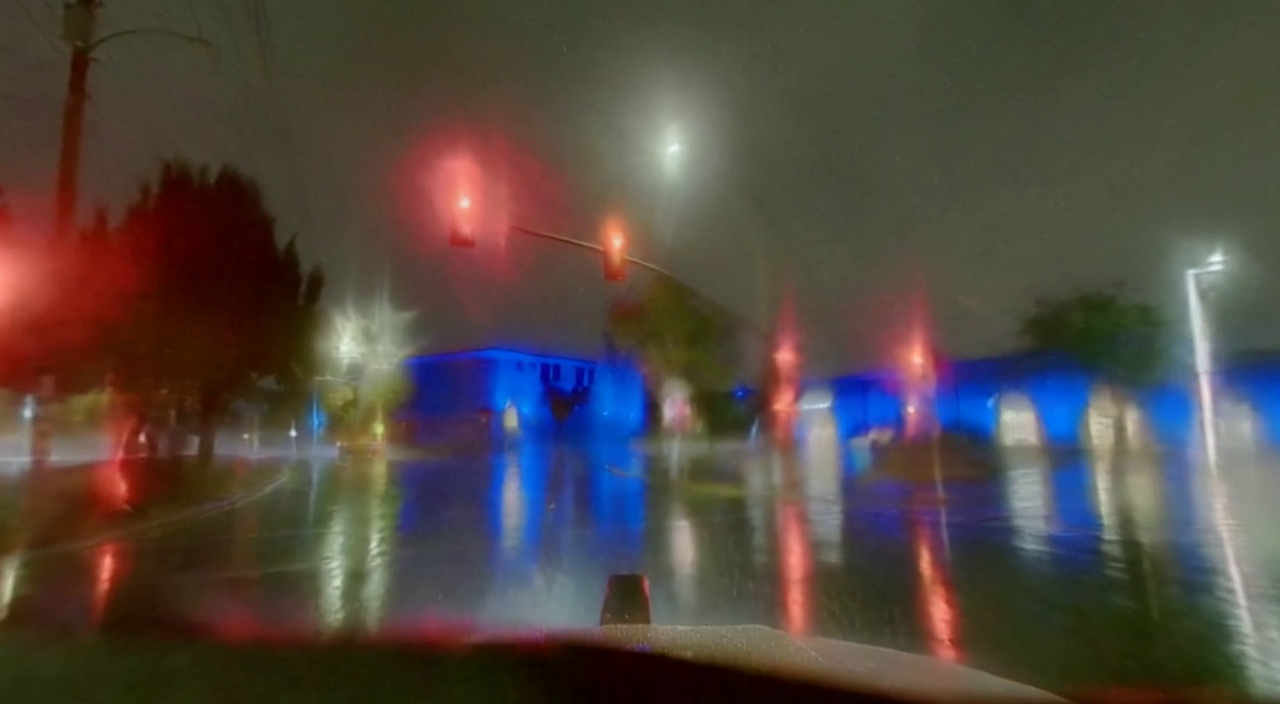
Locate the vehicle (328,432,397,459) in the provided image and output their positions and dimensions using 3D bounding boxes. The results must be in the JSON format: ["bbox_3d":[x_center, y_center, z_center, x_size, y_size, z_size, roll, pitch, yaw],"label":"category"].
[{"bbox_3d":[-21.369,7.198,48.394,5.570,1.923,2.336,-6,-11,37],"label":"vehicle"}]
